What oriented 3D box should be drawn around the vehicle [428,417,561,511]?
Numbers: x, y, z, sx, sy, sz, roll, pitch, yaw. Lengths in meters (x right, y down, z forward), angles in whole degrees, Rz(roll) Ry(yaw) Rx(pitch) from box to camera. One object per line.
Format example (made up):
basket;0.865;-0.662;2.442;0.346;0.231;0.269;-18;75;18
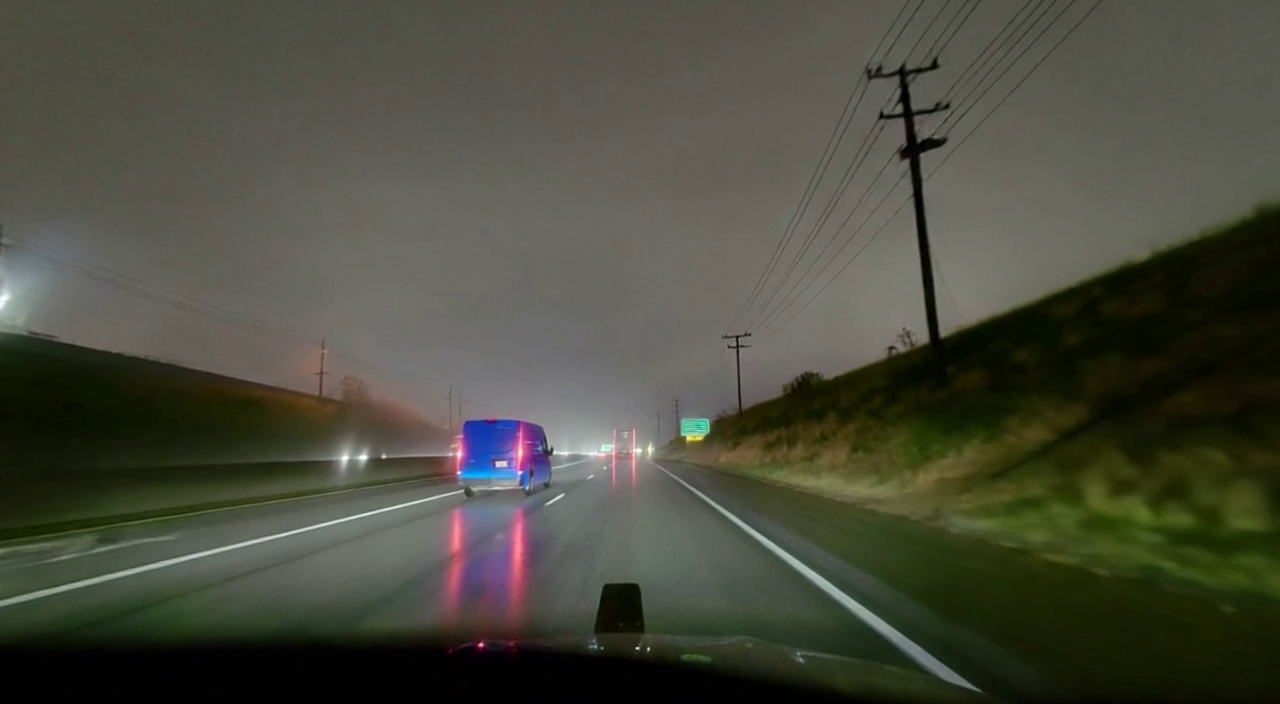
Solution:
vehicle;-3.444;2.804;16.193;2.197;2.011;5.130;0;-9;0
